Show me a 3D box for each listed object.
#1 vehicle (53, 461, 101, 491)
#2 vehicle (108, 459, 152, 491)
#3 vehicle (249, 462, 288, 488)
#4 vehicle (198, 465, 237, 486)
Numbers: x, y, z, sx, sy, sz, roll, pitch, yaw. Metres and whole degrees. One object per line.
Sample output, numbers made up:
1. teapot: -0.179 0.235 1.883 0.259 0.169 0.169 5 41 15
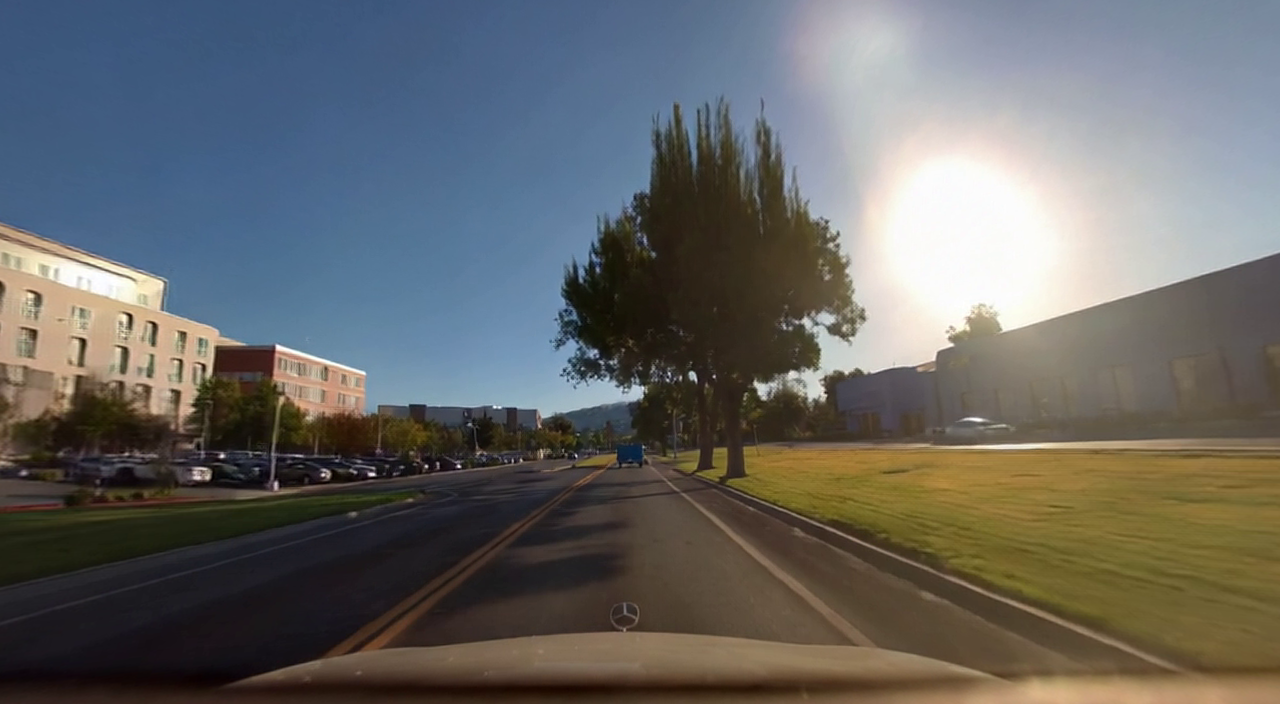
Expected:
1. vehicle: -37.910 8.312 42.628 2.047 1.746 4.461 7 -11 -38
2. vehicle: -34.597 8.301 42.891 2.050 1.938 4.789 7 -11 -38
3. vehicle: -27.909 9.183 47.406 1.930 1.718 4.438 6 -11 -36
4. vehicle: -32.110 9.350 47.955 1.747 1.468 3.972 7 -13 -42
